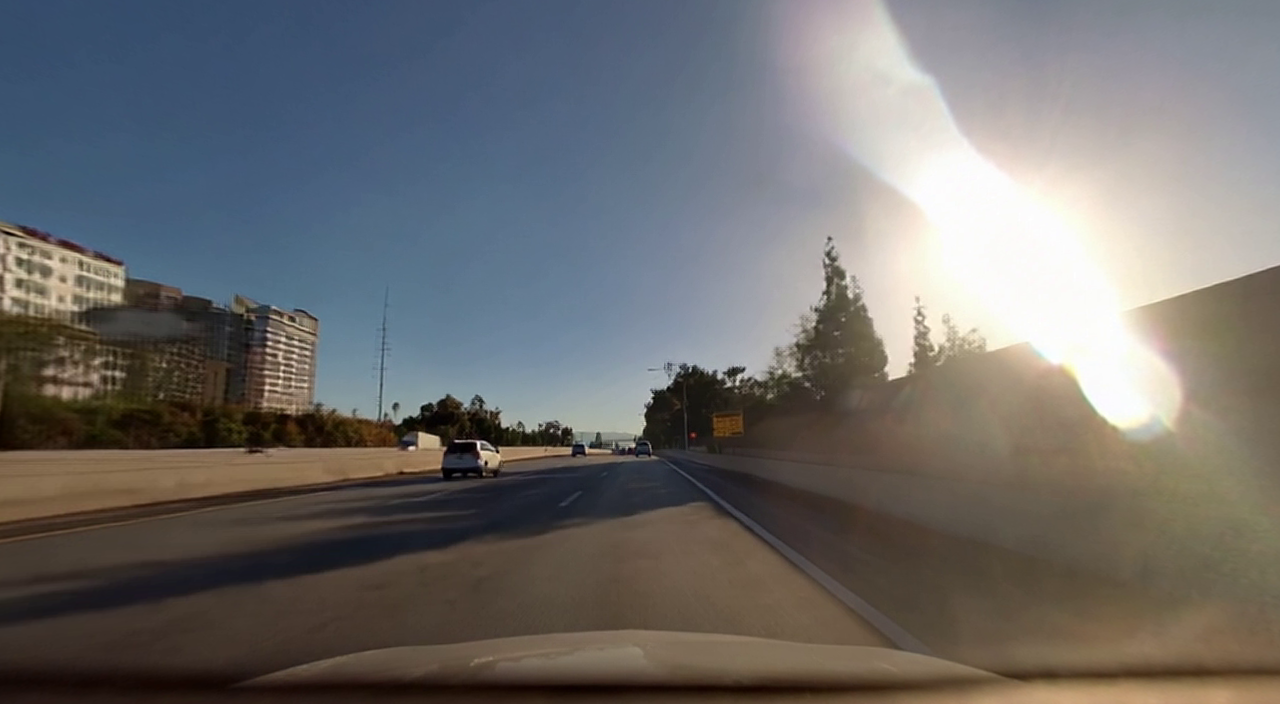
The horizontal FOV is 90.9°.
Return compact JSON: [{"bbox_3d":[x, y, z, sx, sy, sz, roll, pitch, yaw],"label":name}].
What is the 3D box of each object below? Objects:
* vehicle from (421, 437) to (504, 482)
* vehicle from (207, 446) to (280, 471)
[{"bbox_3d":[-7.167,4.371,26.040,2.088,1.678,4.426,0,-8,1],"label":"vehicle"},{"bbox_3d":[-28.309,7.591,45.226,1.962,1.595,4.953,0,-8,1],"label":"vehicle"}]
